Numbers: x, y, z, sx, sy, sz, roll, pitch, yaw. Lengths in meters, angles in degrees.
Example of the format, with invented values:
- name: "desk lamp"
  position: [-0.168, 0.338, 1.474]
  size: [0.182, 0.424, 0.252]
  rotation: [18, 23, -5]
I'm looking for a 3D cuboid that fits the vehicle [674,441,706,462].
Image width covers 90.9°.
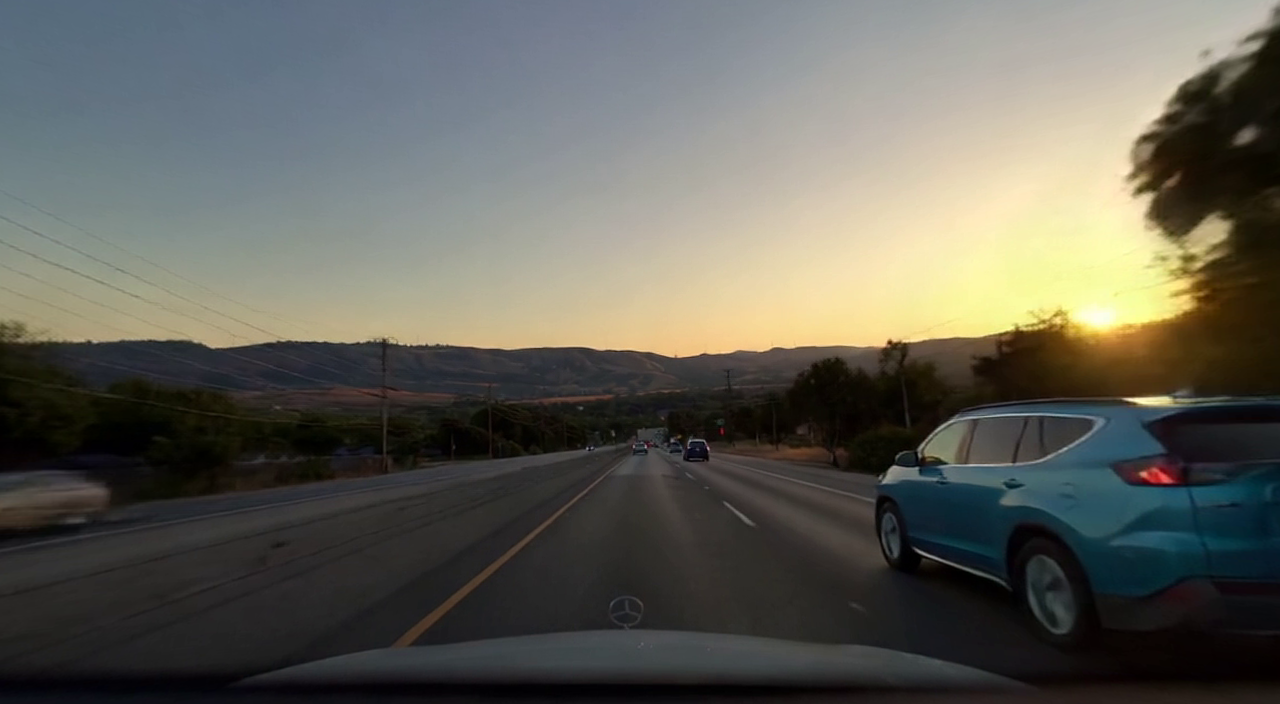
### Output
- name: "vehicle"
  position: [3.863, 7.834, 49.660]
  size: [2.148, 1.538, 4.430]
  rotation: [0, -8, 0]
